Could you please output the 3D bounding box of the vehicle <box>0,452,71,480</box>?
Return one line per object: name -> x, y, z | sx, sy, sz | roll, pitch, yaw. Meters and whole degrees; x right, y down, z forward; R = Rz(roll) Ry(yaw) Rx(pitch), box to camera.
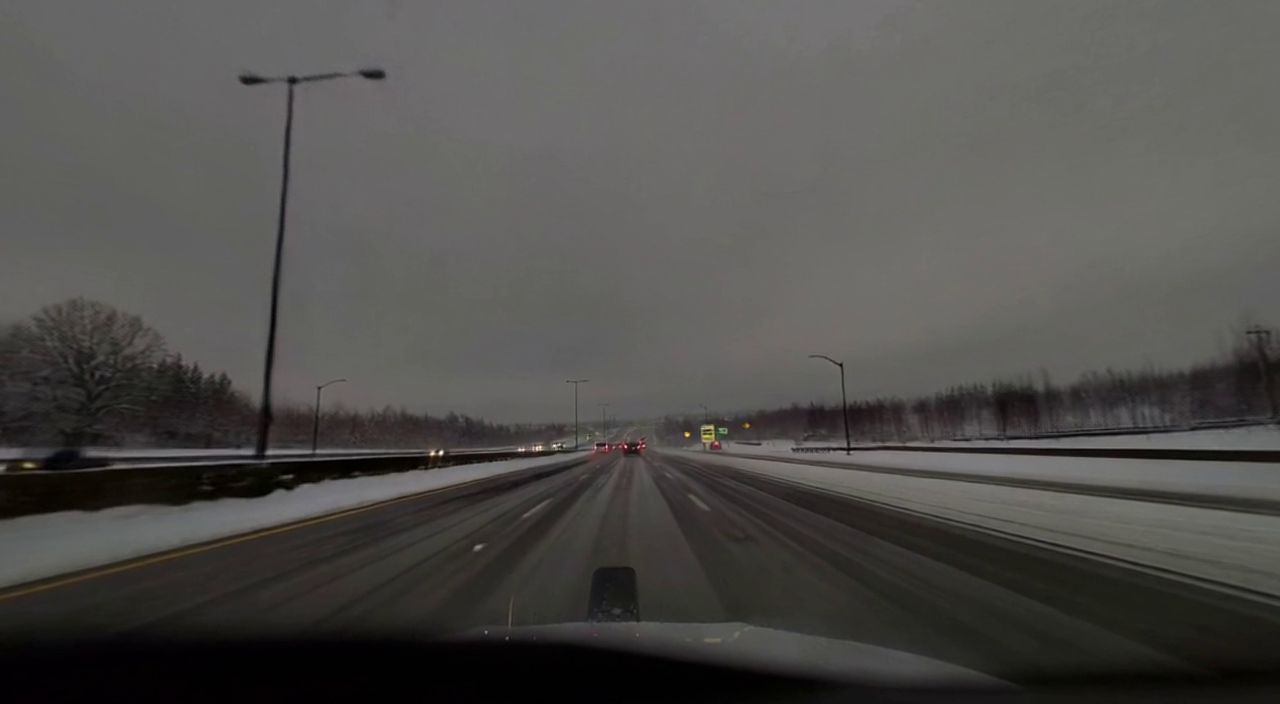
vehicle -> -38.744, 7.077, 39.447 | 1.879, 1.552, 4.889 | 0, -8, 0
